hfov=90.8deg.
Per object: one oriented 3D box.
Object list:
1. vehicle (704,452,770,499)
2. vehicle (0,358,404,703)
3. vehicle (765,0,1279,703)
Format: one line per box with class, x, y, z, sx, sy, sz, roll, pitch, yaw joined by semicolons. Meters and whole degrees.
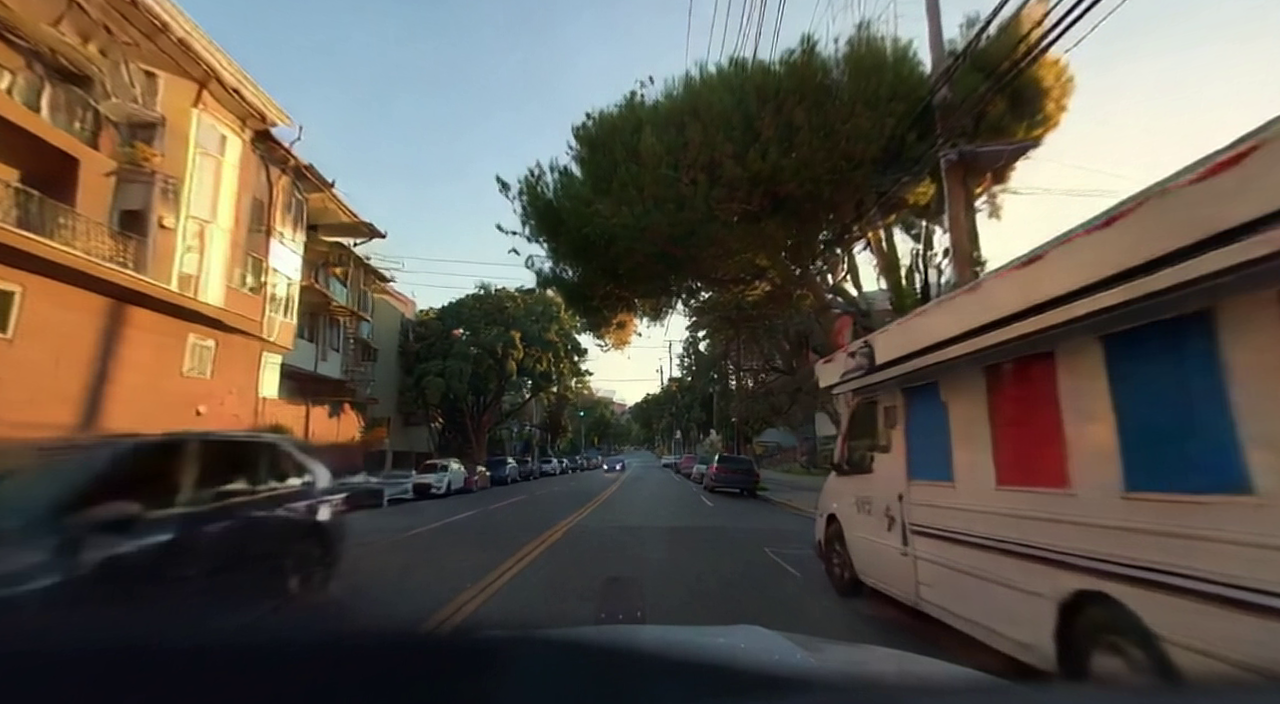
vehicle;3.746;4.855;25.258;1.936;1.641;4.434;0;-8;0
vehicle;-3.250;1.124;3.846;1.952;1.708;4.096;-1;-8;1
vehicle;3.205;0.464;4.375;2.886;3.321;7.809;0;-8;-1
